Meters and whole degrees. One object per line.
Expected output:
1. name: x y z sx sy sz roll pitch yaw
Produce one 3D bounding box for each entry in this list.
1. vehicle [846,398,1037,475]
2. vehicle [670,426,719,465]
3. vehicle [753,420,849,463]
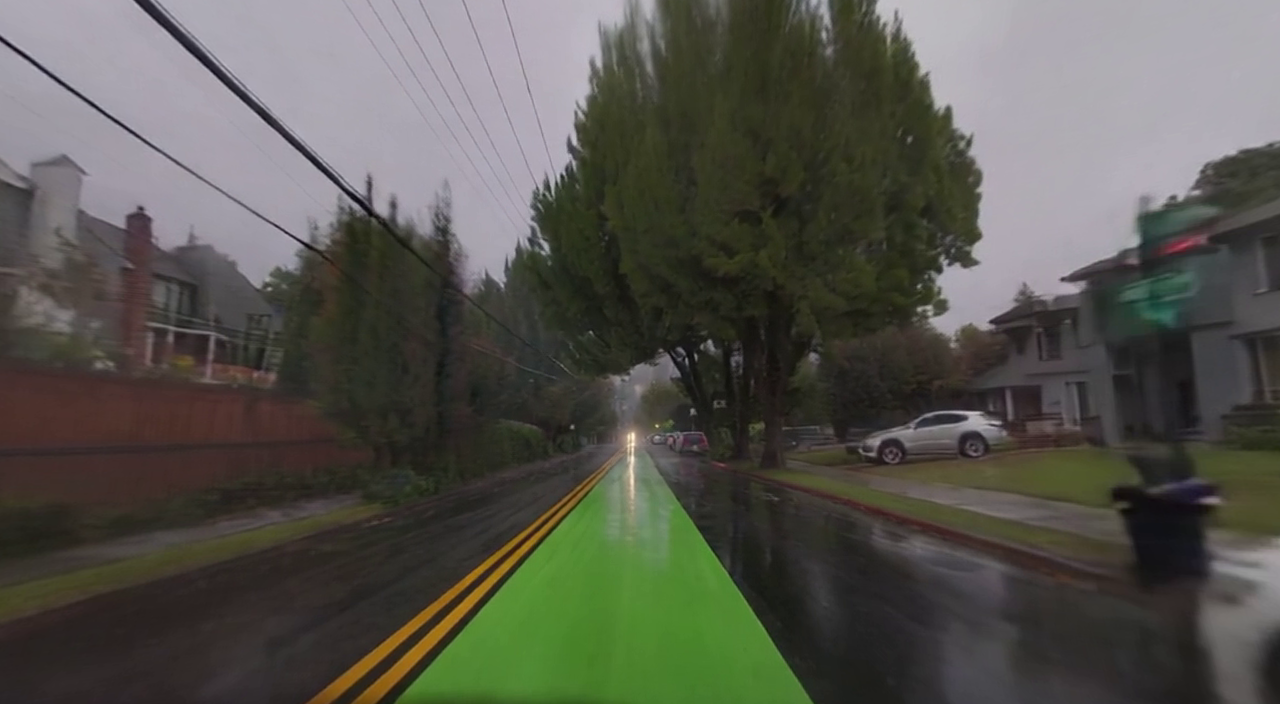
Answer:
1. vehicle: 9.393 2.662 19.933 4.922 1.846 1.941 -5 -8 -5
2. vehicle: 3.076 5.506 37.190 2.347 2.070 5.735 0 -9 0
3. vehicle: 8.542 4.770 33.754 4.418 1.648 2.017 -7 -9 -1
